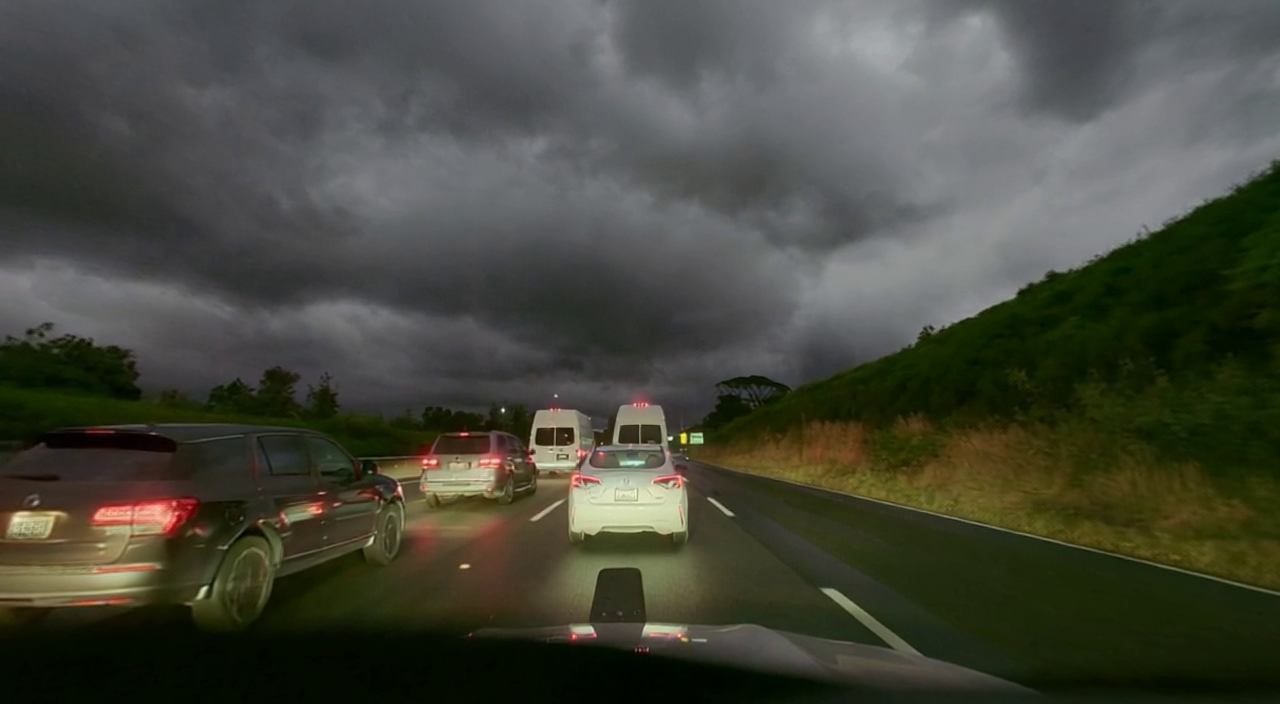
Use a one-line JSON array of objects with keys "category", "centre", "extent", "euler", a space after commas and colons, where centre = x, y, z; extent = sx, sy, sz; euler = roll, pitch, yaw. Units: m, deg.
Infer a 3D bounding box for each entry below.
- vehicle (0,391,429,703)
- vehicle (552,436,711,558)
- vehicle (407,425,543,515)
[{"category": "vehicle", "centre": [-3.681, 1.390, 5.639], "extent": [2.029, 1.656, 4.437], "euler": [-1, -9, 0]}, {"category": "vehicle", "centre": [-0.112, 2.079, 9.654], "extent": [1.995, 1.495, 3.380], "euler": [0, -9, 0]}, {"category": "vehicle", "centre": [-3.937, 2.924, 16.018], "extent": [2.055, 1.913, 4.584], "euler": [-1, -9, 2]}]
